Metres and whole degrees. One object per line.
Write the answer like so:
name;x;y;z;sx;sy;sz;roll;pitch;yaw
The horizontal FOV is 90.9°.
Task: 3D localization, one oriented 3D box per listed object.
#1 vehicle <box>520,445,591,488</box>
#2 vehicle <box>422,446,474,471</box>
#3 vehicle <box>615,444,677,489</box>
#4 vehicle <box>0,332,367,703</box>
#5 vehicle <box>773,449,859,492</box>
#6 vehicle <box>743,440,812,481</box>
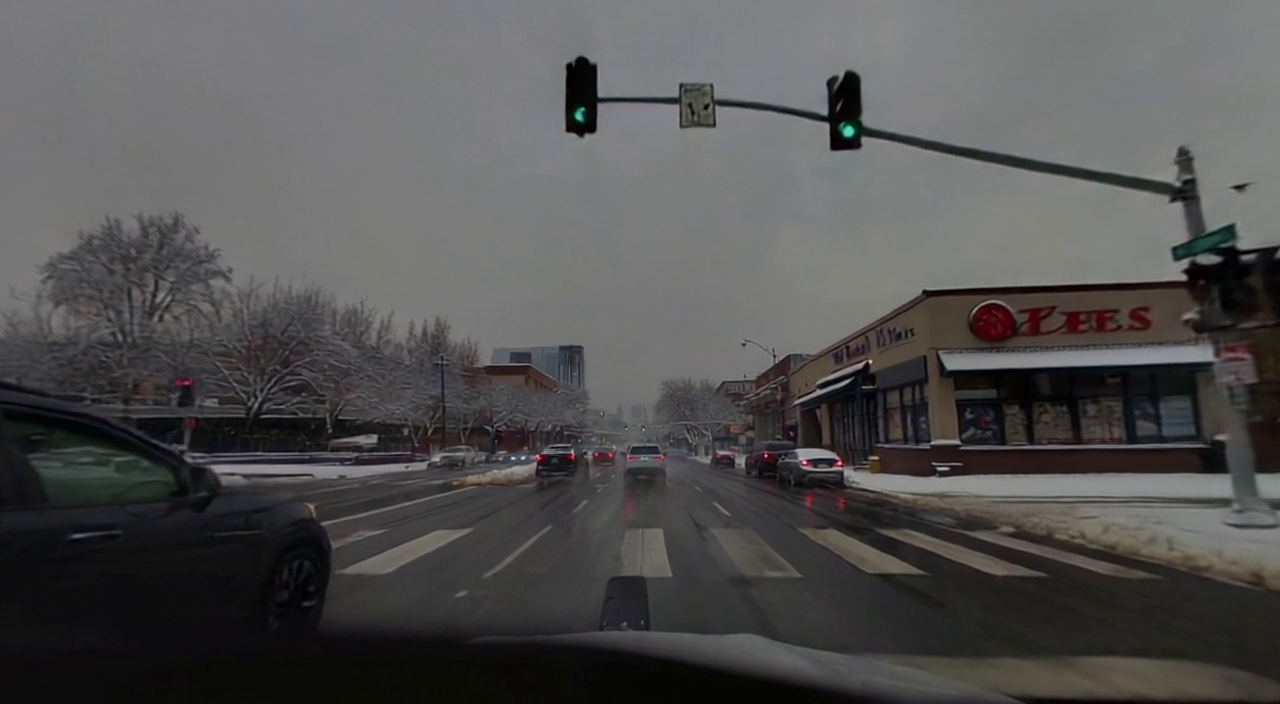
vehicle;-3.071;4.271;23.878;1.950;1.450;4.257;0;-9;2
vehicle;-13.565;7.543;44.818;2.064;1.643;4.593;0;-9;2
vehicle;0.223;4.095;22.949;2.037;1.484;4.073;0;-9;1
vehicle;-2.933;0.800;2.041;2.049;1.646;4.445;0;-9;1
vehicle;6.529;4.410;23.909;1.944;1.462;4.406;0;-9;0
vehicle;6.609;5.280;30.940;2.159;1.817;5.056;0;-9;-1
